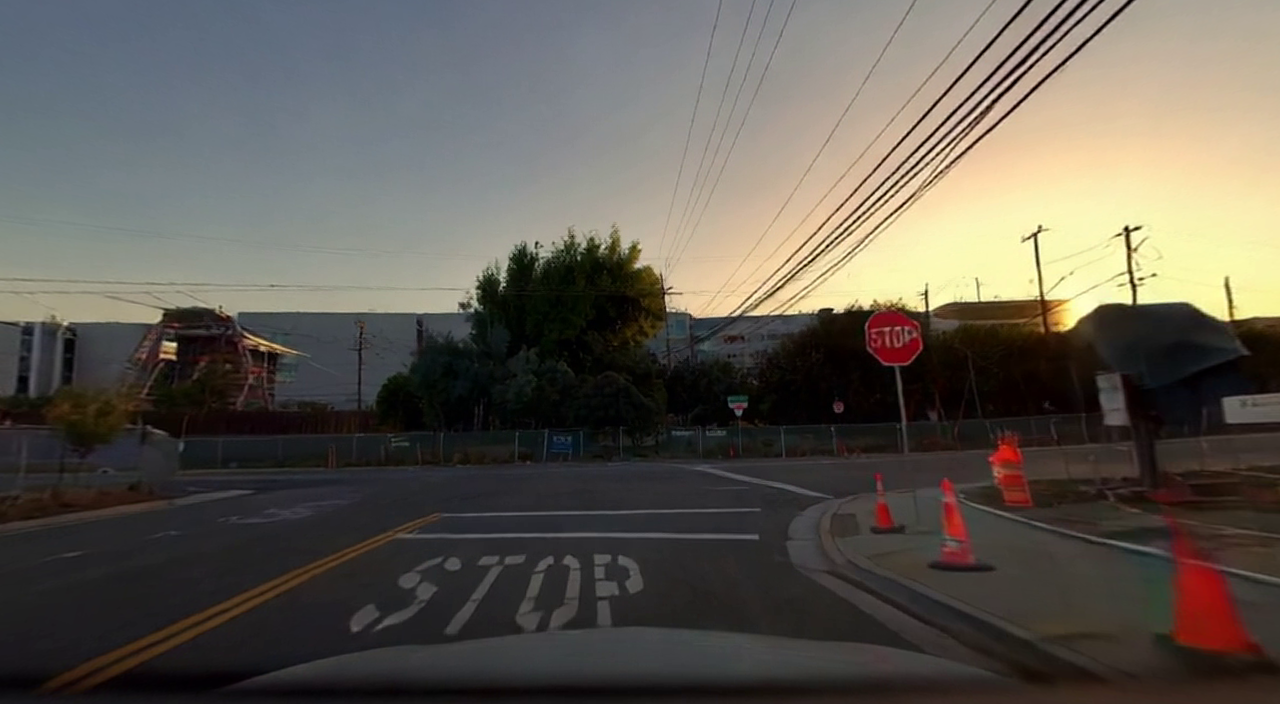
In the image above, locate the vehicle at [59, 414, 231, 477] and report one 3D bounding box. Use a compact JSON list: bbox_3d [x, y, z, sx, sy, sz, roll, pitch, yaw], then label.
[{"bbox_3d":[-26.600,5.097,34.092,6.847,2.992,3.170,-3,-10,7],"label":"vehicle"}]
